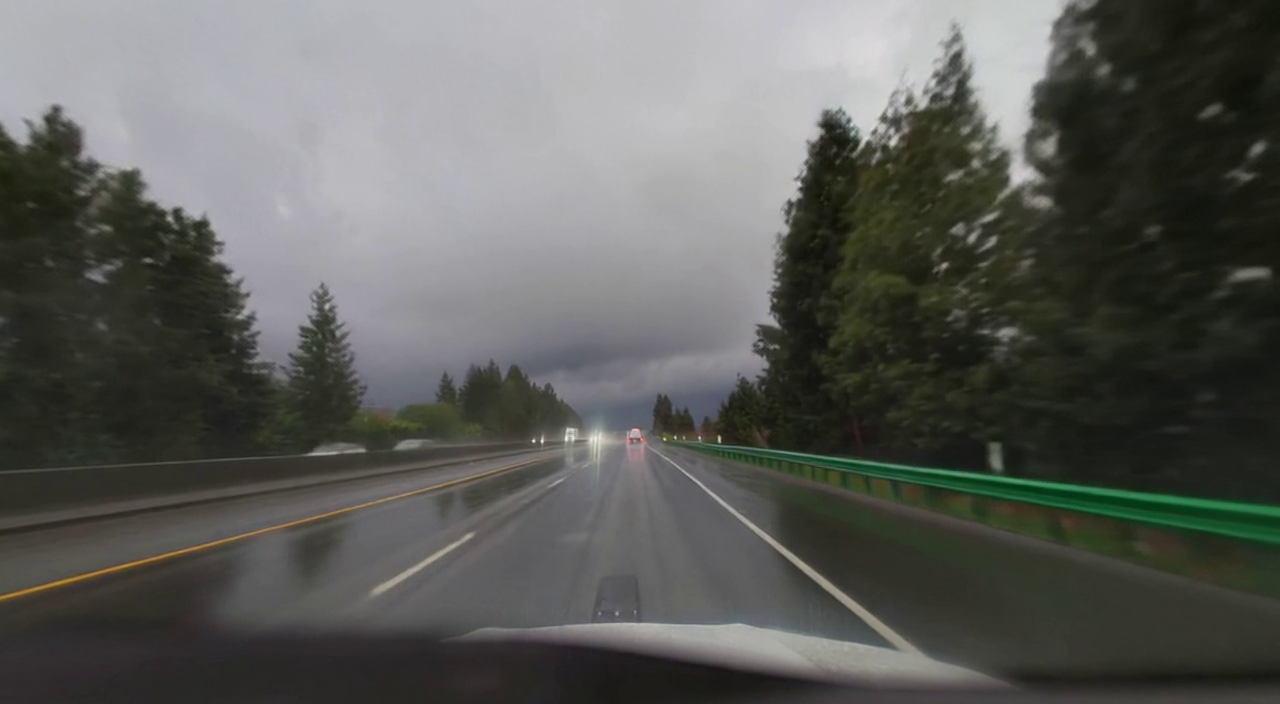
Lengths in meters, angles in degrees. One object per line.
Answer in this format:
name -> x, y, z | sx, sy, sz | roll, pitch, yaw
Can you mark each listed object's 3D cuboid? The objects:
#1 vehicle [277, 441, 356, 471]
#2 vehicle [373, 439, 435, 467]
vehicle -> -17.293, 5.562, 33.930 | 2.040, 1.456, 4.184 | 0, -8, 0
vehicle -> -13.248, 5.654, 35.647 | 1.870, 1.420, 4.366 | 0, -8, -1
